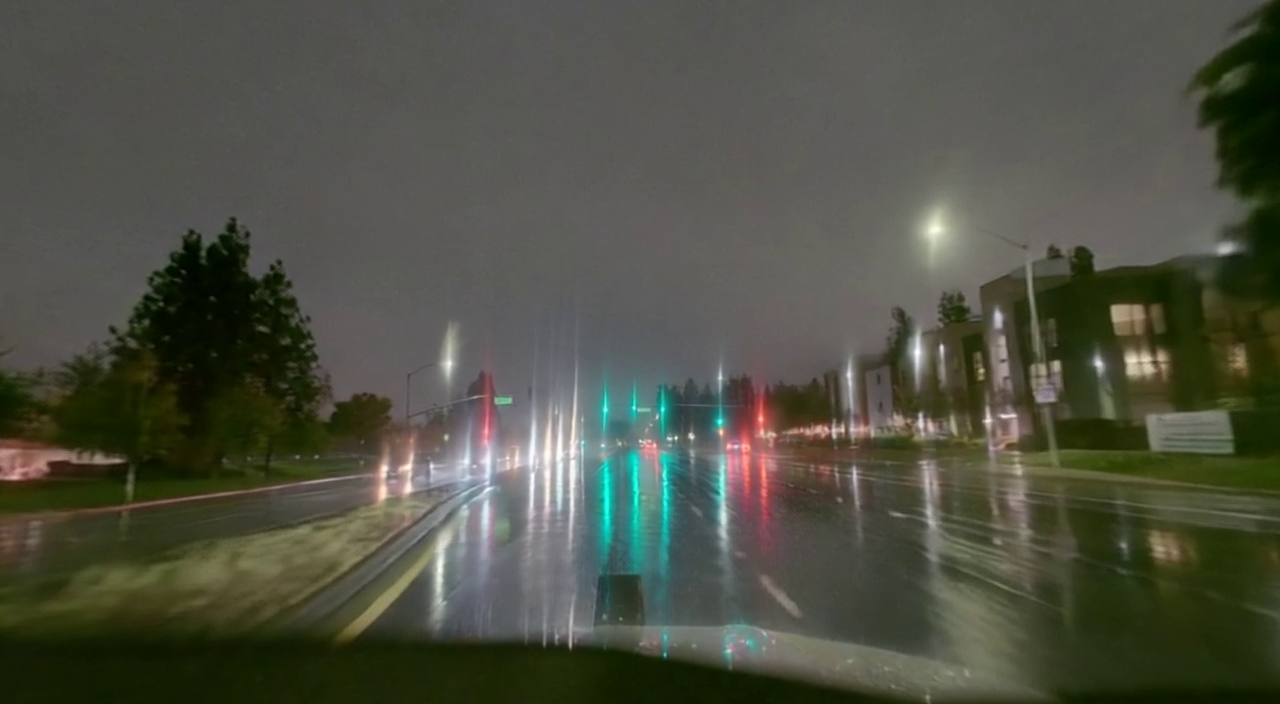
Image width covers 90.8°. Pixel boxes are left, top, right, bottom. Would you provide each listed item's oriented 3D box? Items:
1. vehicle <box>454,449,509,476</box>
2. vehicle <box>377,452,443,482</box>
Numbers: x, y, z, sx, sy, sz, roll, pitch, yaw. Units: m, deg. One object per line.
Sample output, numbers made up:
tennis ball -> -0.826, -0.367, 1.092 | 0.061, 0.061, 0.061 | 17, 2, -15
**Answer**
vehicle -> -9.259, 6.500, 37.352 | 2.140, 1.460, 4.449 | 0, -9, 0
vehicle -> -12.735, 6.395, 35.340 | 1.973, 1.485, 4.616 | 0, -9, 0
